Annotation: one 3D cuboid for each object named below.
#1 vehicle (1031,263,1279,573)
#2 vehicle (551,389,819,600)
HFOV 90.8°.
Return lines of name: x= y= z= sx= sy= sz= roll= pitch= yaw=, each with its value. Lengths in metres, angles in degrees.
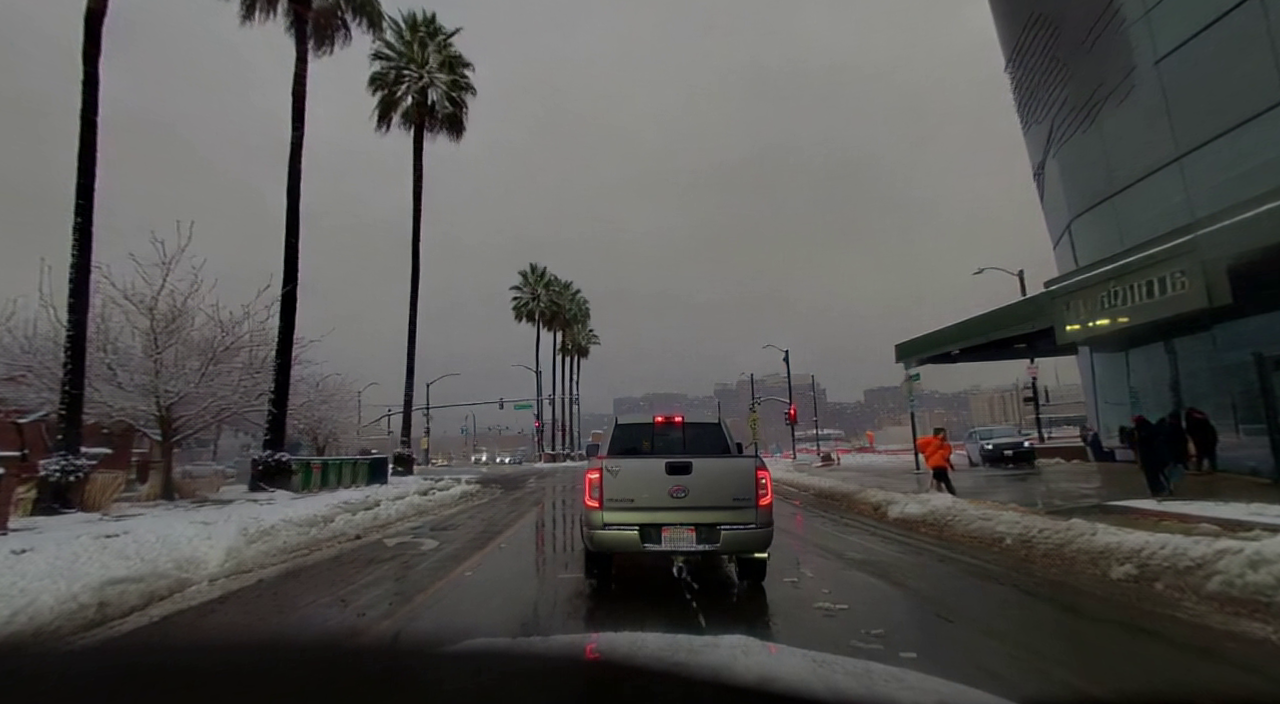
vehicle: x=7.822 y=0.912 z=8.577 sx=2.666 sy=3.345 sz=3.622 roll=-1 pitch=-8 yaw=4
vehicle: x=0.428 y=1.626 z=8.184 sx=2.311 sy=1.819 sz=5.255 roll=0 pitch=-8 yaw=1
